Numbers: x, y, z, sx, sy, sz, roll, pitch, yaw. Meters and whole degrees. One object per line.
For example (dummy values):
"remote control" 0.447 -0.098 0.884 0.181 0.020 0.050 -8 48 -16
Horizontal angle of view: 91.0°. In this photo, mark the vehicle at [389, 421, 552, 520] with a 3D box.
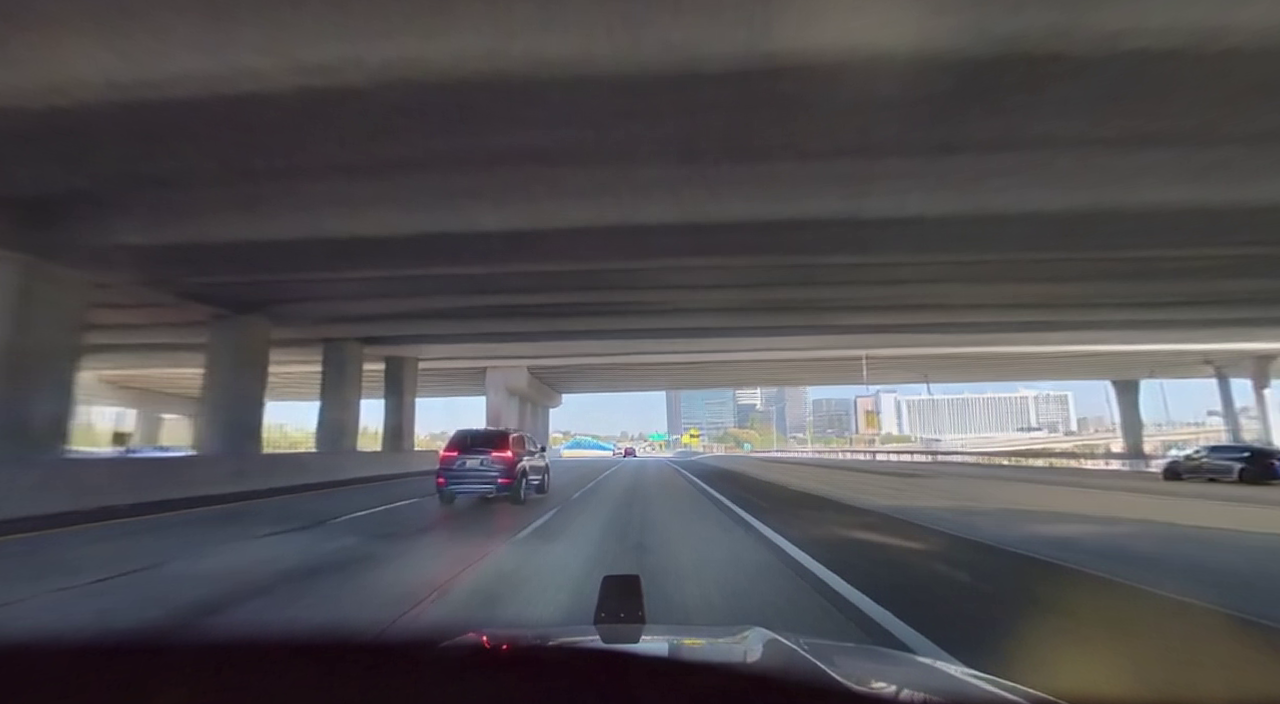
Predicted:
"vehicle" -3.368 2.475 13.652 2.203 1.734 4.600 0 -9 1
